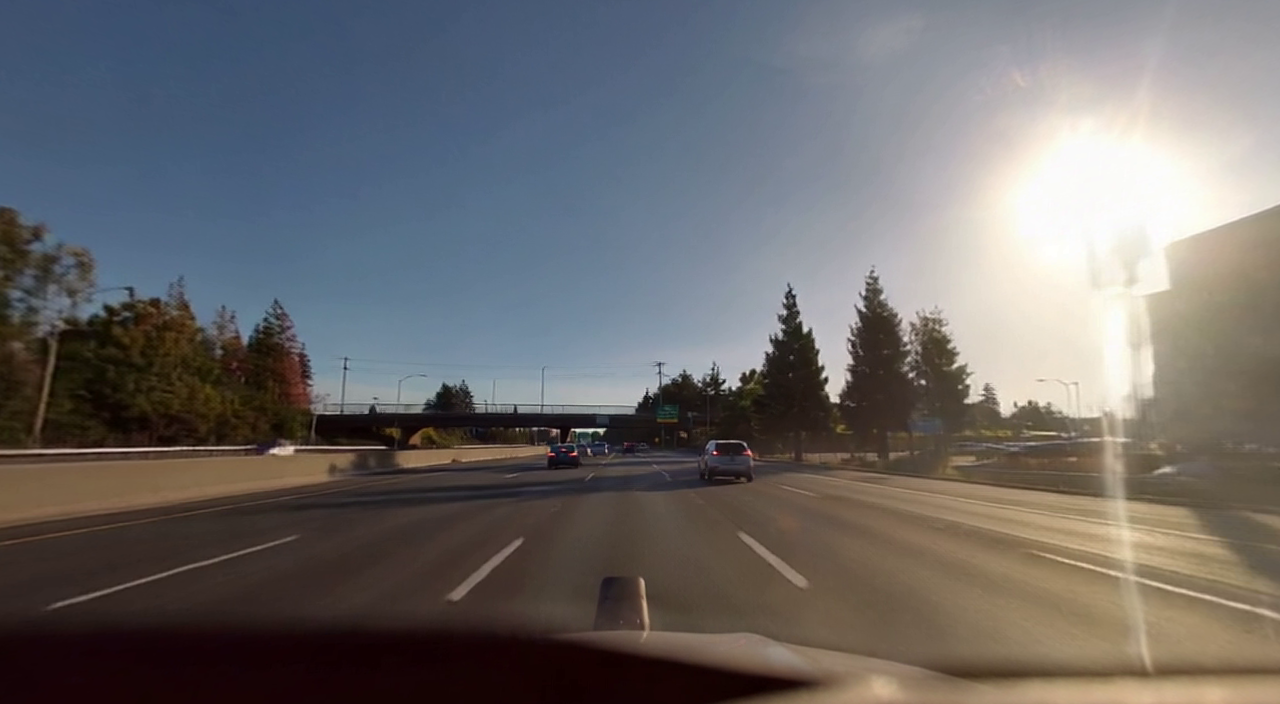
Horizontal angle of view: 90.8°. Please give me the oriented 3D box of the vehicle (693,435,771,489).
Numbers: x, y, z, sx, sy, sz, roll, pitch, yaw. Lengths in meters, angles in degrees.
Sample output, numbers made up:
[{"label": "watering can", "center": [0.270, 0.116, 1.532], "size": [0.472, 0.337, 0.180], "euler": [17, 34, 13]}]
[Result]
[{"label": "vehicle", "center": [3.100, 3.793, 22.197], "size": [1.997, 1.686, 4.247], "euler": [0, -8, -2]}]

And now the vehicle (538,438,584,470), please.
[{"label": "vehicle", "center": [-4.558, 5.969, 37.170], "size": [2.176, 1.779, 4.755], "euler": [0, -8, 0]}]

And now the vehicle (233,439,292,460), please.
[{"label": "vehicle", "center": [-28.626, 7.404, 48.023], "size": [1.806, 1.465, 4.358], "euler": [0, -8, 0]}]
